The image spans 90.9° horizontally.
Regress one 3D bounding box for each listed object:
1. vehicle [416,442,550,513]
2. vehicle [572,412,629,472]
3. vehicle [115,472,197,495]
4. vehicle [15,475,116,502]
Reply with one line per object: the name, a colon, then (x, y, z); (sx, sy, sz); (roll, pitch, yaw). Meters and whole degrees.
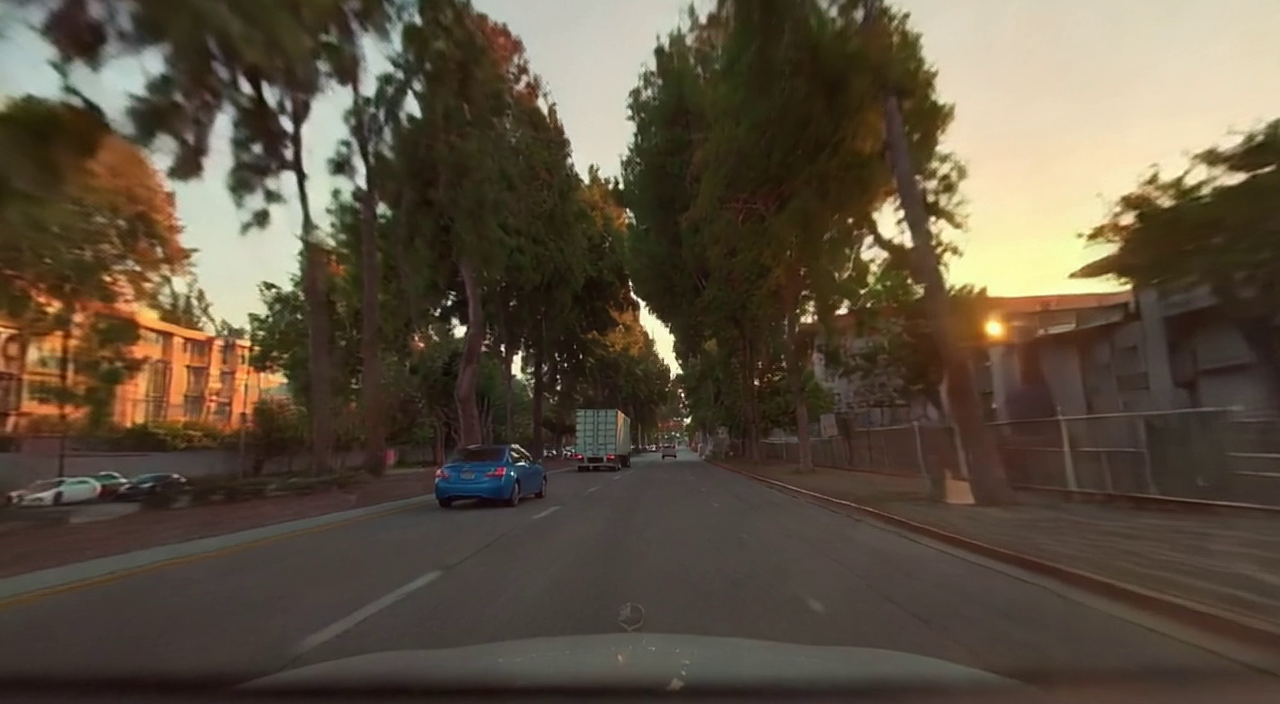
vehicle: (-3.637, 2.984, 15.557); (2.005, 1.462, 4.345); (-1, -8, 3)
vehicle: (-2.230, 5.566, 38.941); (2.746, 3.276, 8.572); (0, -8, 2)
vehicle: (-33.537, 9.093, 43.734); (4.356, 1.457, 1.759); (-1, -9, 5)
vehicle: (-34.723, 8.237, 38.150); (4.333, 1.436, 1.871); (-1, -9, 4)
